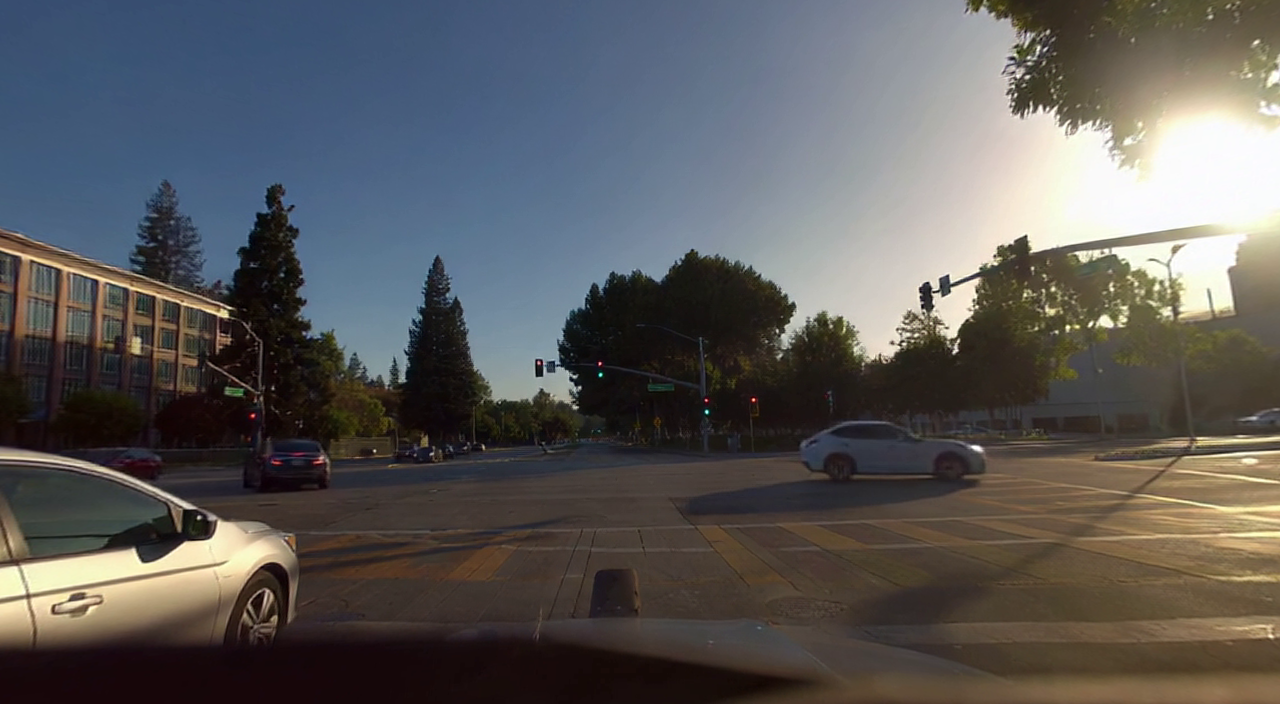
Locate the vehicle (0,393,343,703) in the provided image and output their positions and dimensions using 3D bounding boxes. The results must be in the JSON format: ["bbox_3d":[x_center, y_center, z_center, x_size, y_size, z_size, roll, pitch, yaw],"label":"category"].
[{"bbox_3d":[-3.067,0.897,2.146,1.919,1.478,4.720,0,-8,-1],"label":"vehicle"}]

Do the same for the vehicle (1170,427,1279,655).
[{"bbox_3d":[4.932,0.986,2.536,1.949,1.449,4.530,-1,-8,5],"label":"vehicle"}]

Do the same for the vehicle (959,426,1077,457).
[{"bbox_3d":[18.929,4.487,31.767,4.660,1.495,2.007,0,-8,-2],"label":"vehicle"}]

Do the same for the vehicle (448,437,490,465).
[{"bbox_3d":[-12.817,7.420,47.512,2.051,1.715,4.346,-3,-6,-2],"label":"vehicle"}]

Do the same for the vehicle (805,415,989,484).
[{"bbox_3d":[7.544,2.916,19.021,4.778,1.871,2.109,-3,-9,18],"label":"vehicle"}]
